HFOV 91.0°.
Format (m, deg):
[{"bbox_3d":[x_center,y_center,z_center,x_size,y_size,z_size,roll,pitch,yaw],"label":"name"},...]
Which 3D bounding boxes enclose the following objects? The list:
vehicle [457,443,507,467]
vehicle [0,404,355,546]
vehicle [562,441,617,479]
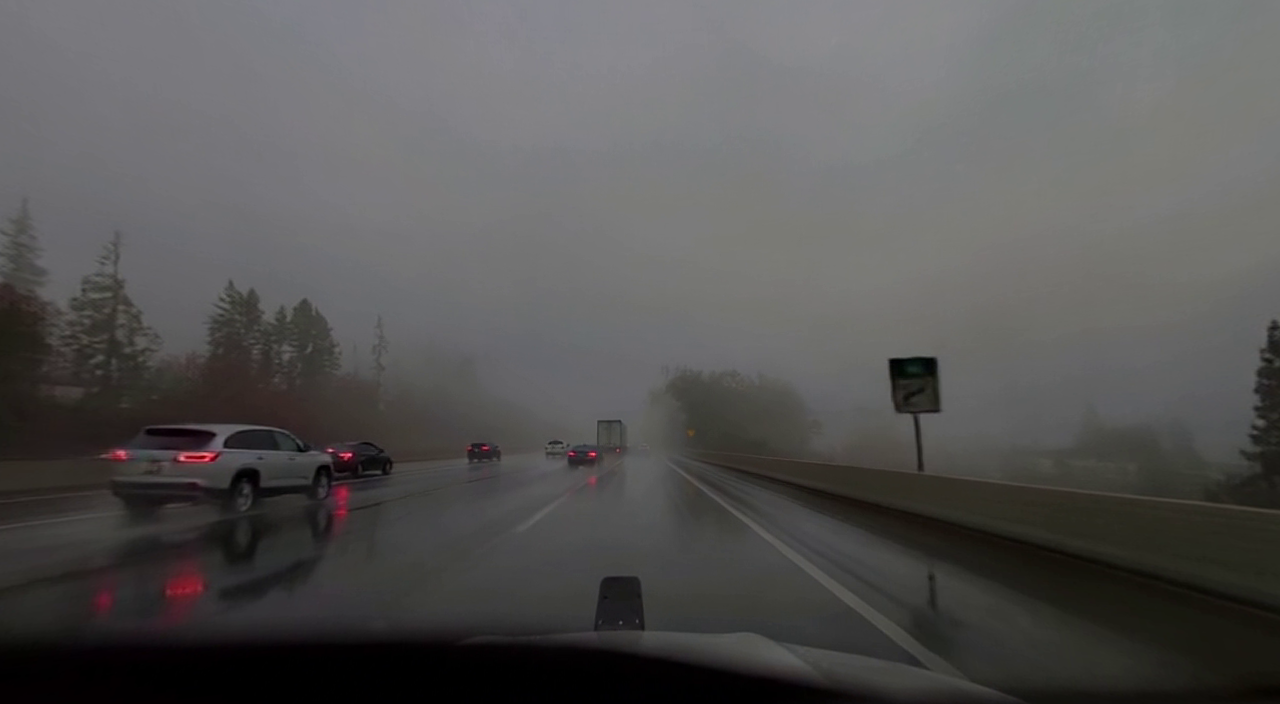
[{"bbox_3d":[-10.274,6.730,41.362,2.036,1.506,4.358,0,-8,1],"label":"vehicle"},{"bbox_3d":[-7.335,1.973,10.823,2.115,1.778,5.572,0,-8,2],"label":"vehicle"},{"bbox_3d":[-2.135,4.728,27.760,1.931,1.528,4.126,0,-8,2],"label":"vehicle"}]
